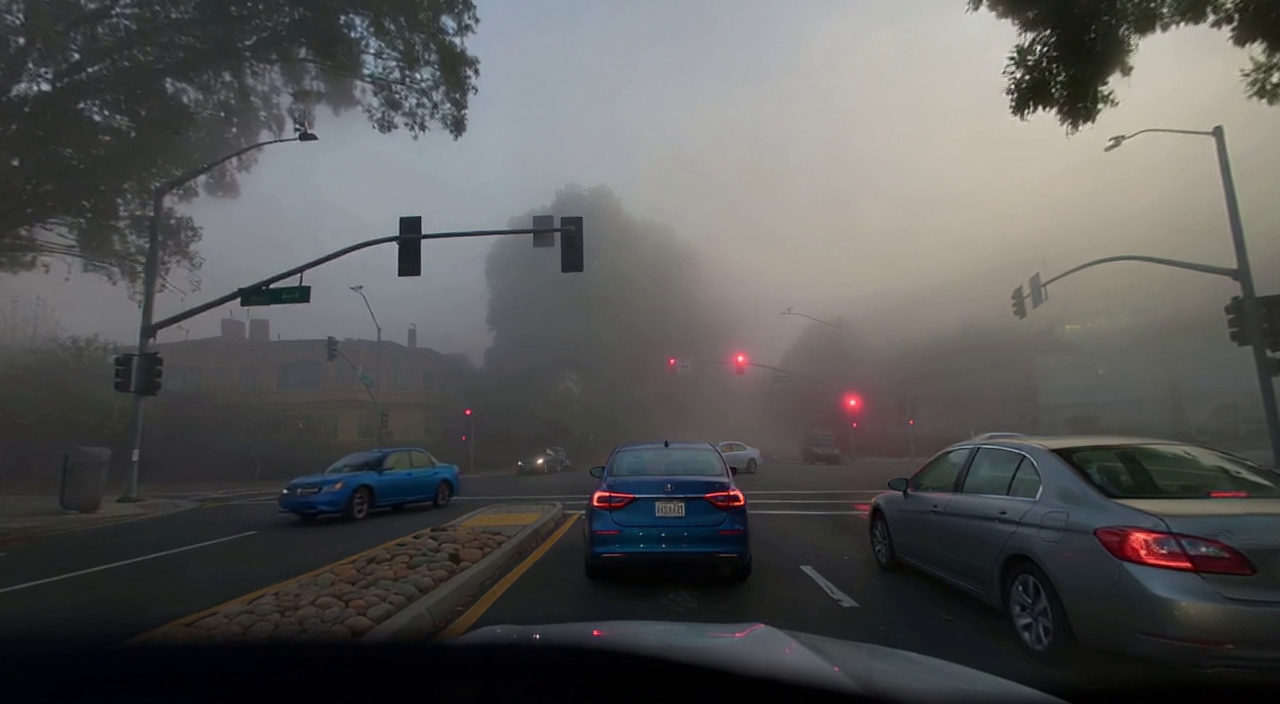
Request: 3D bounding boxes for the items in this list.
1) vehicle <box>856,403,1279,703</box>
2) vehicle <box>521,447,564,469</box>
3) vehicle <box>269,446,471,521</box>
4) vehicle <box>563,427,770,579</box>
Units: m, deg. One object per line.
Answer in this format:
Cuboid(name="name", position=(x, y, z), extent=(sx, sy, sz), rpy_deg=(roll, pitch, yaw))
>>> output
Cuboid(name="vehicle", position=(3.658, 1.340, 5.439), extent=(1.888, 1.486, 4.681), rpy_deg=(0, -9, 0))
Cuboid(name="vehicle", position=(-6.916, 7.582, 45.308), extent=(2.093, 1.476, 4.278), rpy_deg=(-1, -9, 4))
Cuboid(name="vehicle", position=(-6.211, 3.013, 15.131), extent=(1.854, 1.490, 4.229), rpy_deg=(-4, -9, 25))
Cuboid(name="vehicle", position=(0.304, 1.819, 8.339), extent=(2.090, 1.505, 3.756), rpy_deg=(-1, -9, 1))
